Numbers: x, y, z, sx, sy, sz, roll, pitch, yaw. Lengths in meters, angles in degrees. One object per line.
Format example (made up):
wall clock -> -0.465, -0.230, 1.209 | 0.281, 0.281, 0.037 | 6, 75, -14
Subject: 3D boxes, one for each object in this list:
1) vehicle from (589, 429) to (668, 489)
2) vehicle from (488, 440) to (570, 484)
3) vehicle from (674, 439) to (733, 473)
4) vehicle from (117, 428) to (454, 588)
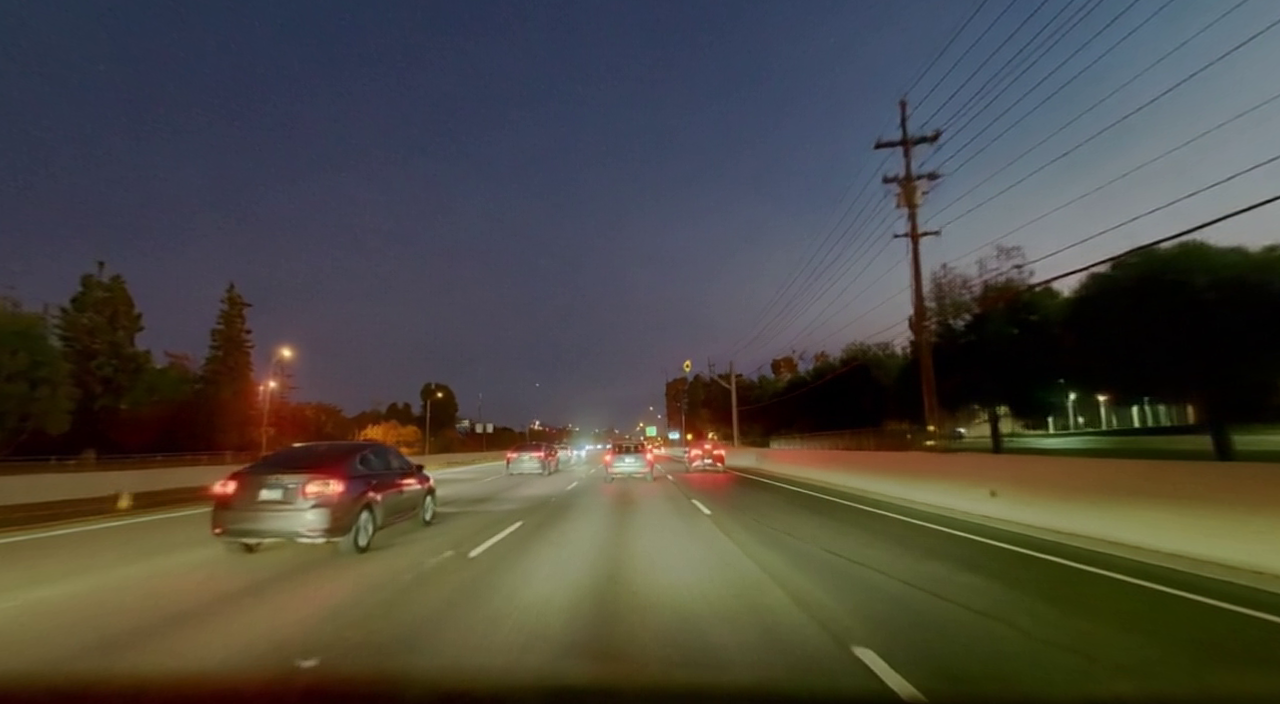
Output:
vehicle -> -0.364, 3.406, 20.371 | 2.284, 1.699, 4.168 | 0, -8, -1
vehicle -> -3.937, 4.008, 23.308 | 2.203, 1.425, 4.610 | 0, -8, 0
vehicle -> 2.867, 4.825, 29.567 | 2.197, 1.464, 4.356 | 0, -8, -2
vehicle -> -3.936, 1.774, 8.134 | 1.958, 1.447, 4.454 | 0, -8, -3
